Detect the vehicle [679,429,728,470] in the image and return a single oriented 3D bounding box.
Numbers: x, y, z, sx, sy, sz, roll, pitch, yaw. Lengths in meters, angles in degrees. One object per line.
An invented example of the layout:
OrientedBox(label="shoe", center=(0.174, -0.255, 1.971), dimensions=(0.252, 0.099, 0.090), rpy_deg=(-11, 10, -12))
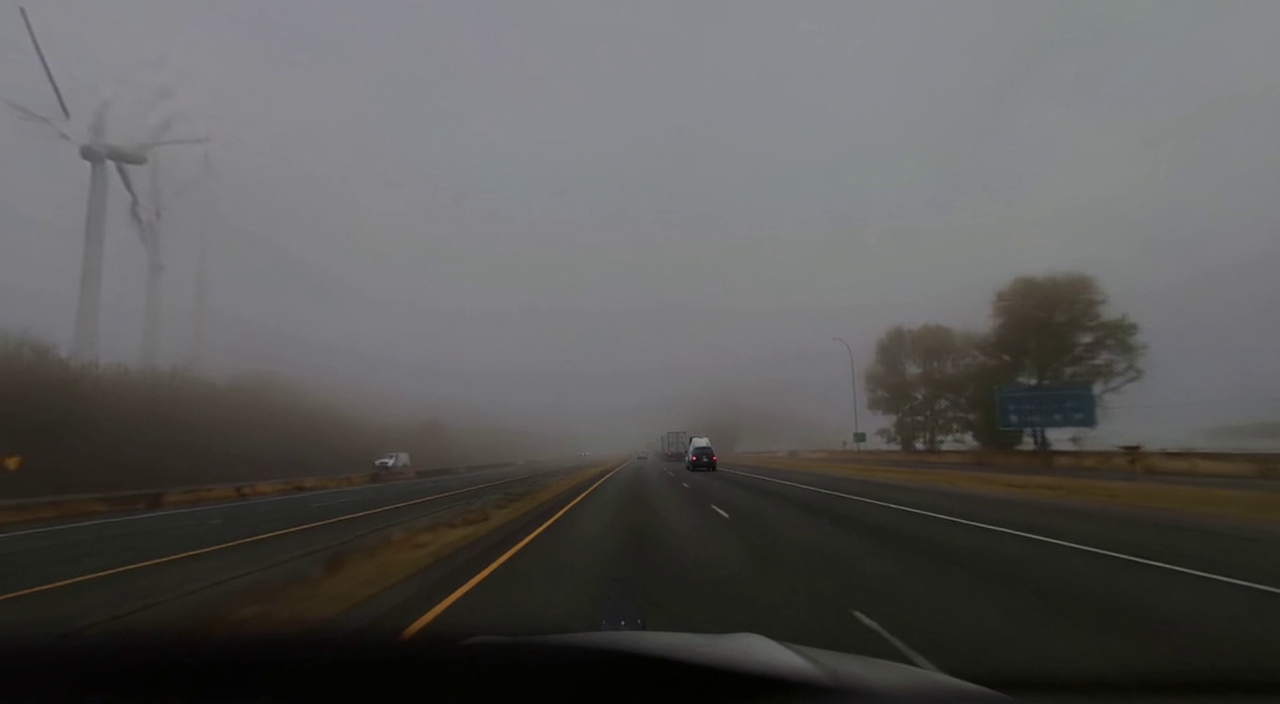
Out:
OrientedBox(label="vehicle", center=(4.295, 6.740, 43.514), dimensions=(2.609, 2.648, 5.397), rpy_deg=(0, -9, -2))
